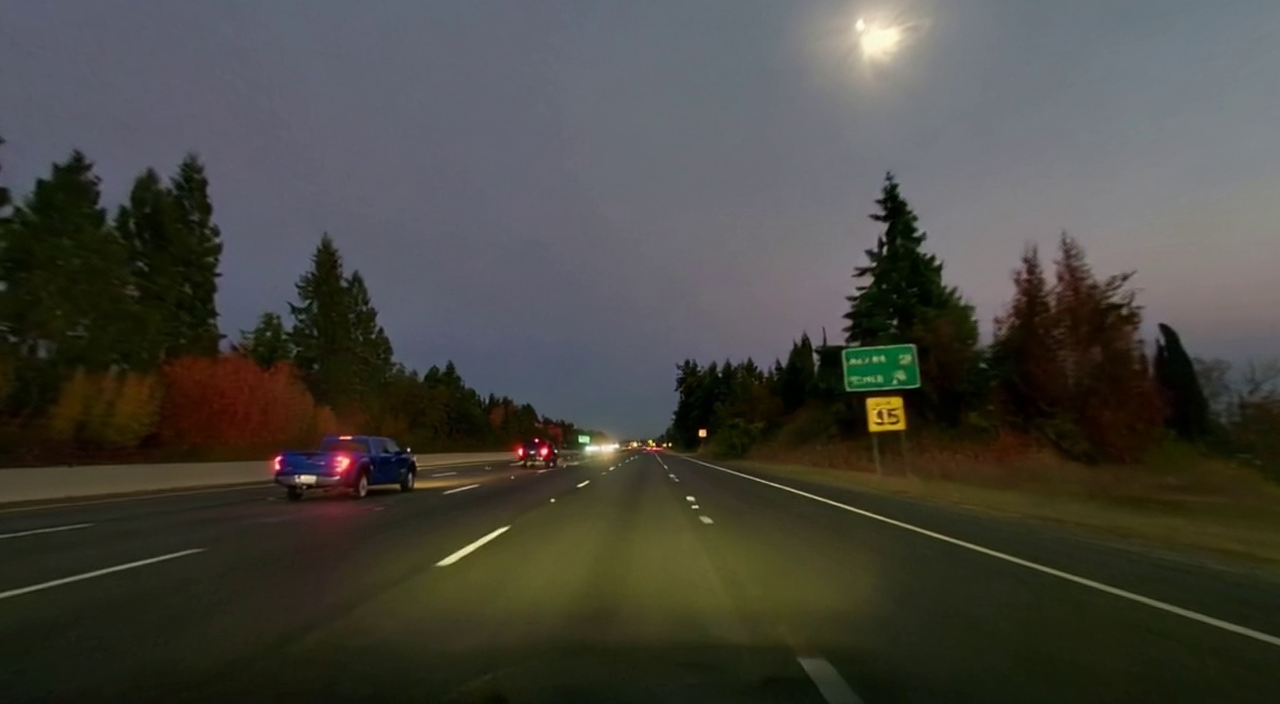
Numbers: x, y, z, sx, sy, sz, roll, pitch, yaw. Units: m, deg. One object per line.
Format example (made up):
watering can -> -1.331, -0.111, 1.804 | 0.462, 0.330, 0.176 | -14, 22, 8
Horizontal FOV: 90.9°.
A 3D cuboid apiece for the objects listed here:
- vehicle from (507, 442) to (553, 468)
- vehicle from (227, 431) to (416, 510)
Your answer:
vehicle -> -6.714, 6.287, 38.847 | 1.919, 1.499, 4.234 | 0, -8, 2
vehicle -> -7.279, 2.732, 15.099 | 1.965, 1.567, 4.686 | 0, -8, 1
